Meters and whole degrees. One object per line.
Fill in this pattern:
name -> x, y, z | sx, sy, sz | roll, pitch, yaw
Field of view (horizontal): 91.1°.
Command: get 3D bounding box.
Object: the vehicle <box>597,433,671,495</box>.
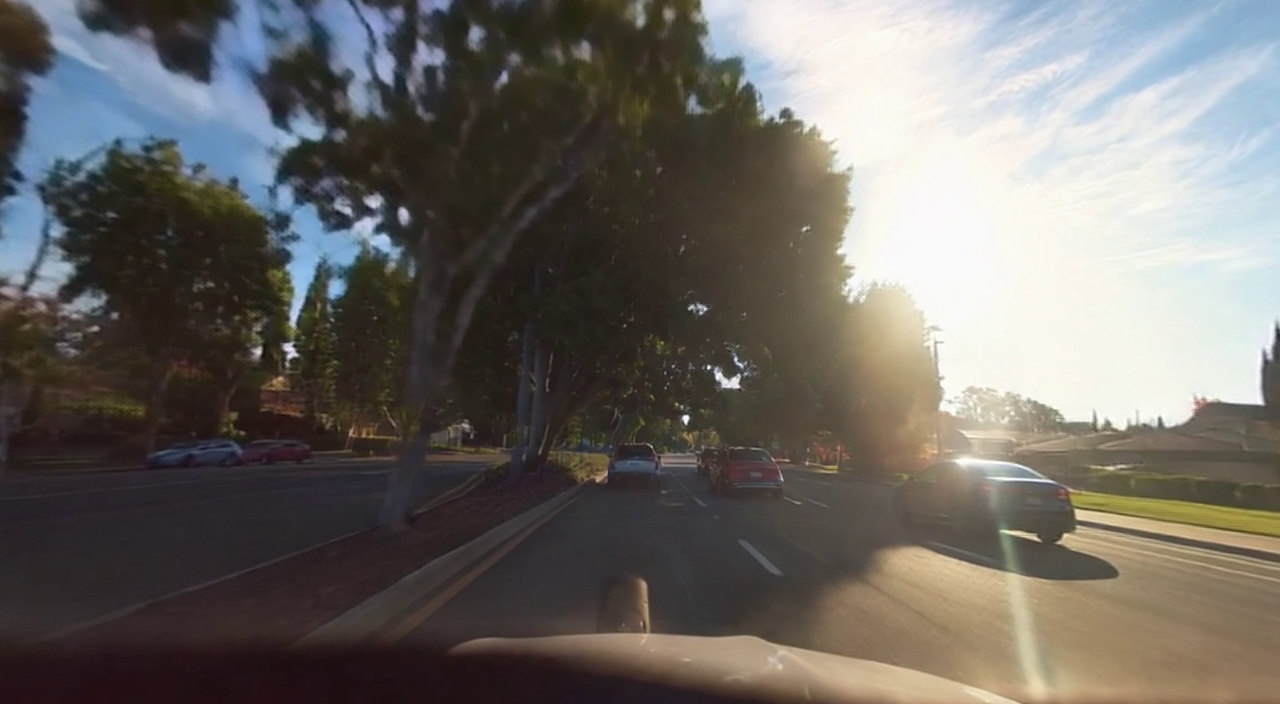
vehicle -> -0.162, 3.395, 19.360 | 2.008, 1.674, 4.239 | 0, -9, 0

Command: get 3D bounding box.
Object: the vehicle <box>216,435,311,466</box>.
vehicle -> -18.949, 4.989, 31.926 | 1.851, 1.477, 4.891 | 0, -9, -1

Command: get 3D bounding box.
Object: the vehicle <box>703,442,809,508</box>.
vehicle -> 2.928, 3.191, 16.805 | 1.932, 1.510, 4.168 | 0, -9, -1

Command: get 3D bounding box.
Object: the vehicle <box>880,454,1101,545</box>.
vehicle -> 6.747, 2.832, 12.756 | 1.944, 1.458, 4.268 | 0, -9, -1

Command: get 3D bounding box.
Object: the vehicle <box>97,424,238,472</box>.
vehicle -> -19.097, 3.922, 25.735 | 1.903, 1.768, 4.985 | 0, -9, 0

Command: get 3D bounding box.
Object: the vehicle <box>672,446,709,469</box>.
vehicle -> 3.299, 6.938, 41.510 | 2.012, 1.462, 4.163 | 0, -9, -1
